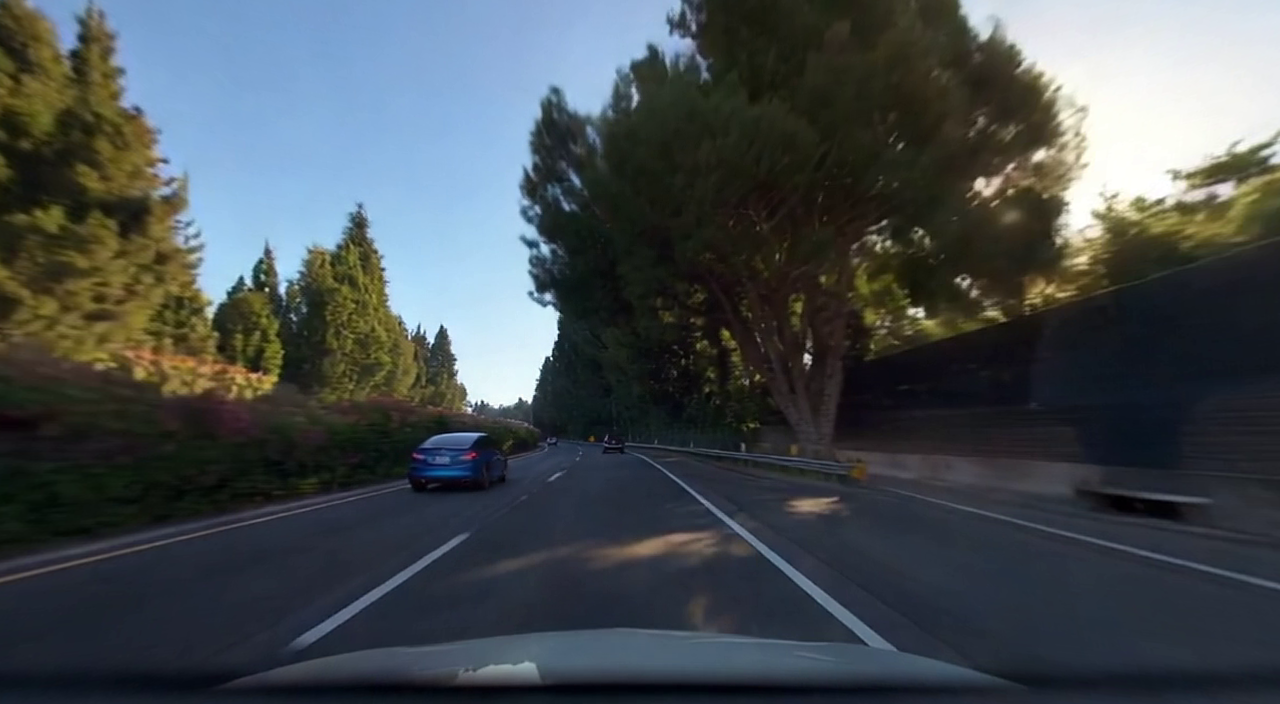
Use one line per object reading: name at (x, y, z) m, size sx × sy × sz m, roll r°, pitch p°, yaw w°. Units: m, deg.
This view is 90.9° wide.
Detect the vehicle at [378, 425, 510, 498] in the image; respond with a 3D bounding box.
vehicle at (-4.913, 2.796, 16.626) m, size 2.039 × 1.627 × 4.844 m, roll 0°, pitch -8°, yaw -2°

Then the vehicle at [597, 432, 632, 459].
vehicle at (-1.654, 5.821, 39.371) m, size 2.041 × 1.618 × 3.898 m, roll 0°, pitch -8°, yaw -4°
